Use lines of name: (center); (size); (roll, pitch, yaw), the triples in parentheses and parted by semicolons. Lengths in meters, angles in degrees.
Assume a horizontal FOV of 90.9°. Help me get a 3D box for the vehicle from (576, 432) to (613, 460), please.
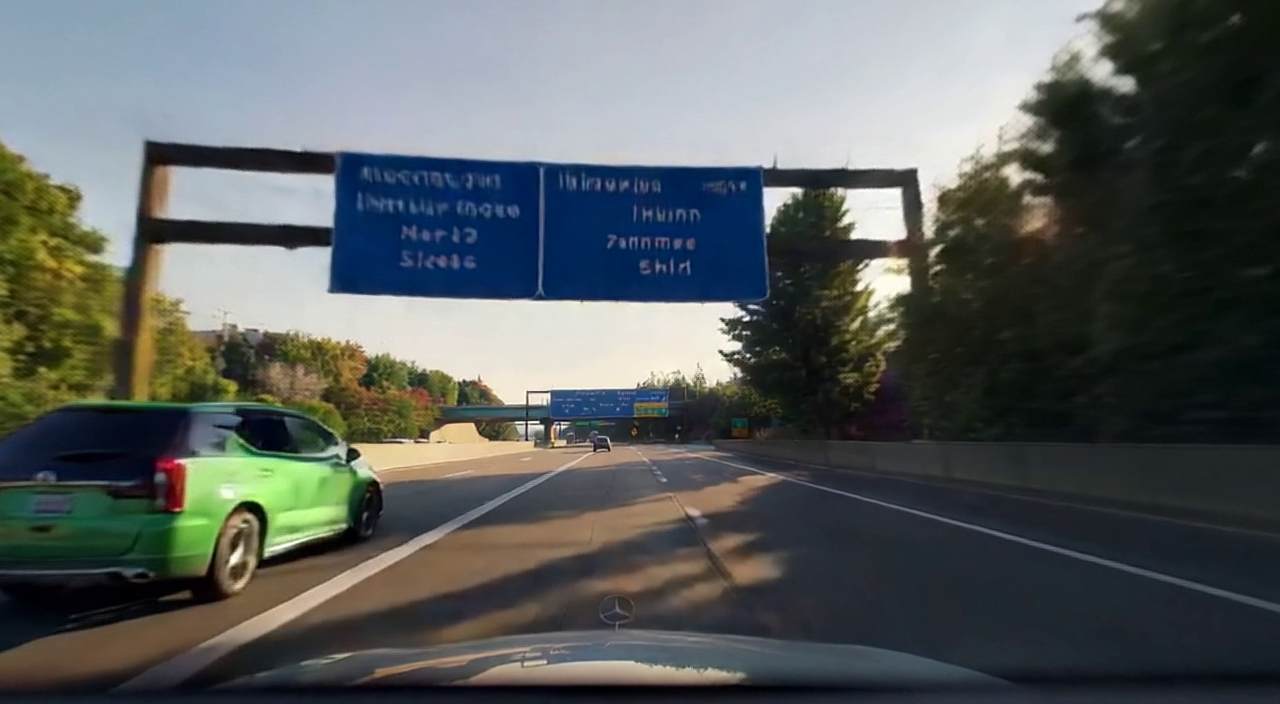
vehicle: (-2.555, 5.392, 36.265); (2.000, 1.491, 3.913); (0, -8, -2)
